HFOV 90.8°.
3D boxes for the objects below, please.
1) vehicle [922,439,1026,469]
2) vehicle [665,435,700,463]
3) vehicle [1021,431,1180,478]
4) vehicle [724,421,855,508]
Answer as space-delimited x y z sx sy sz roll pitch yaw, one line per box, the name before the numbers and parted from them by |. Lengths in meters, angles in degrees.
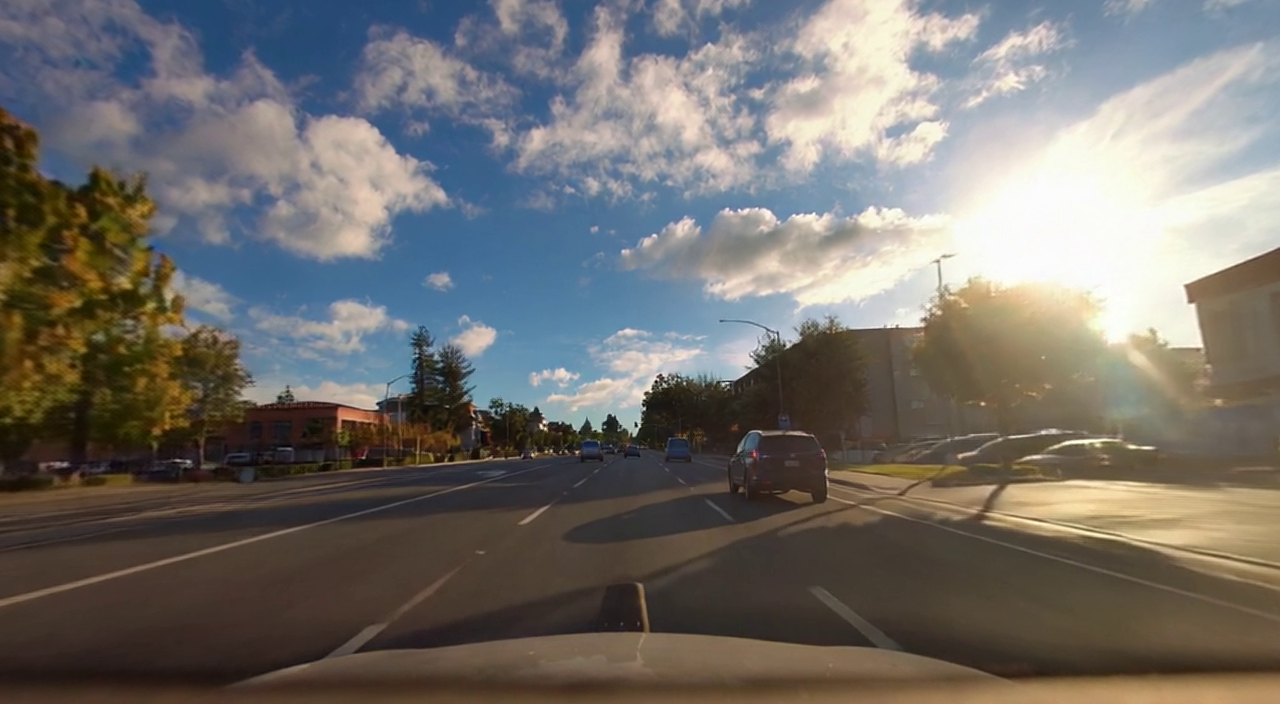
vehicle | 16.773 5.129 31.817 4.203 1.424 2.077 2 -9 -11
vehicle | 3.267 7.613 49.651 2.197 2.034 4.667 0 -8 -2
vehicle | 18.031 4.018 24.853 4.970 1.700 2.108 2 -9 -11
vehicle | 3.446 2.701 15.545 2.060 1.816 4.343 0 -8 -1
